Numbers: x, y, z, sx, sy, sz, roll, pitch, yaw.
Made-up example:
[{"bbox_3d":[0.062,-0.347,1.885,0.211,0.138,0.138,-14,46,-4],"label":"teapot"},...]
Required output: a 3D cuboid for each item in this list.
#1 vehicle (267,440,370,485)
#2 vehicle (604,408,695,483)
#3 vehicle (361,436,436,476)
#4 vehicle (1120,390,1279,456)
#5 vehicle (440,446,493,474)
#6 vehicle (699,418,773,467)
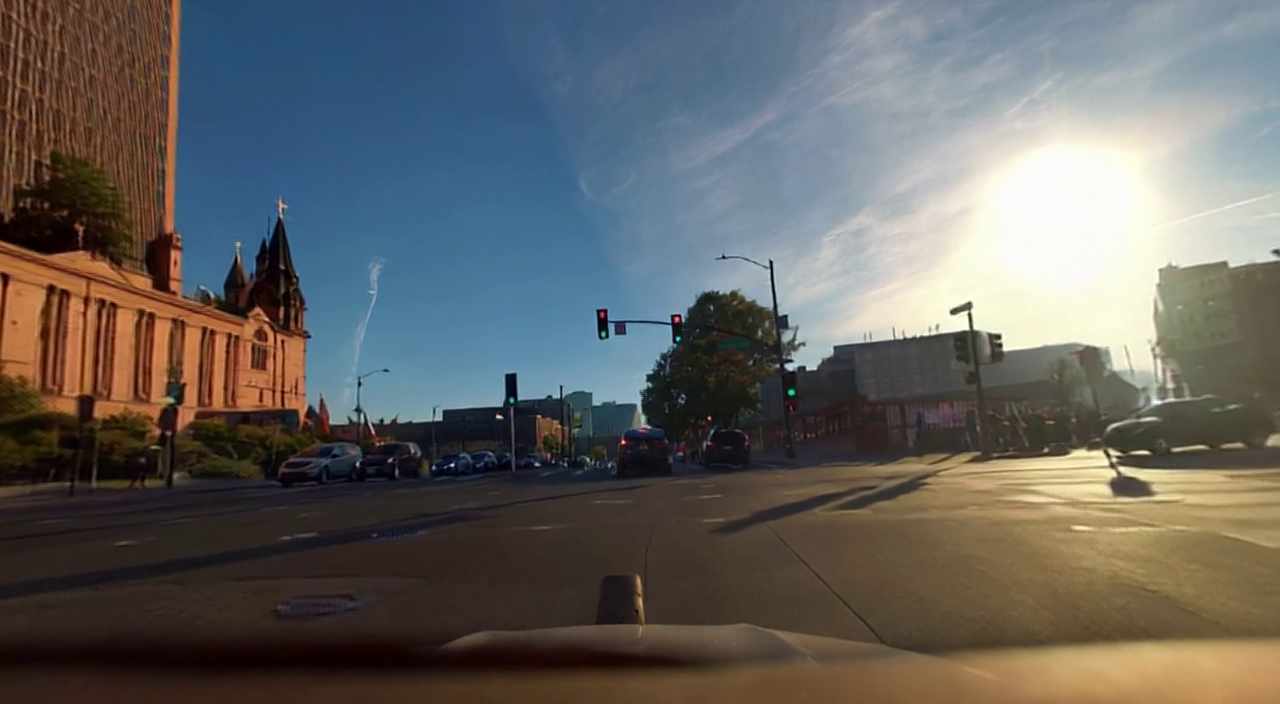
[{"bbox_3d":[-14.954,5.203,29.828,1.969,1.896,5.404,1,-10,0],"label":"vehicle"},{"bbox_3d":[0.174,2.501,17.295,2.168,1.776,4.135,0,-7,-1],"label":"vehicle"},{"bbox_3d":[-11.903,5.215,31.526,2.069,1.790,4.358,-1,-10,-1],"label":"vehicle"},{"bbox_3d":[15.845,1.830,16.751,4.488,1.475,2.083,-3,-7,-1],"label":"vehicle"},{"bbox_3d":[-11.398,7.117,41.865,2.170,1.746,4.565,0,-9,0],"label":"vehicle"},{"bbox_3d":[3.673,3.619,25.098,2.080,1.735,4.650,0,-9,-1],"label":"vehicle"}]
